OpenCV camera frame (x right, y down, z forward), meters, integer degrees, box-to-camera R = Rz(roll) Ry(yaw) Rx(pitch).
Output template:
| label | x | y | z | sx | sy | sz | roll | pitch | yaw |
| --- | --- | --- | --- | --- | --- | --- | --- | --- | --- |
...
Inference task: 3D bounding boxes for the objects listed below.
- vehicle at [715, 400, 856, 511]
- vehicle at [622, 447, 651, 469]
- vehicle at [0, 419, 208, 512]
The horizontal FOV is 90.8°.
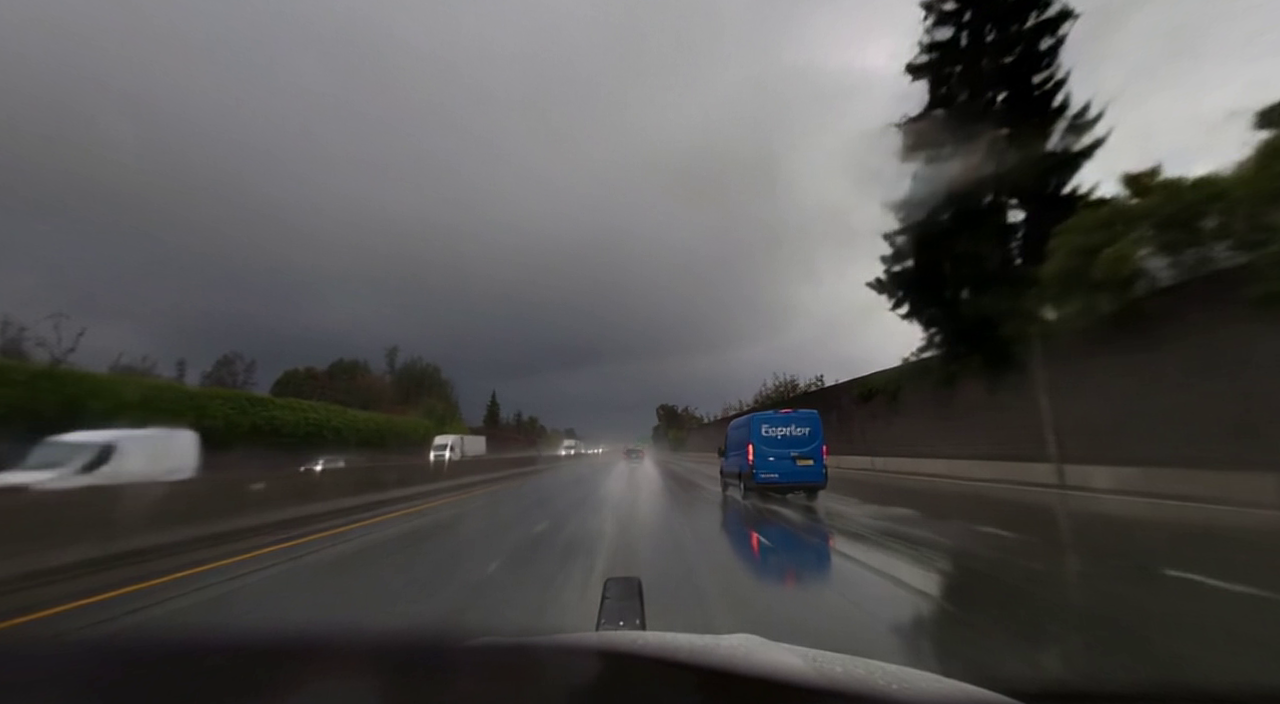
| label | x | y | z | sx | sy | sz | roll | pitch | yaw |
| --- | --- | --- | --- | --- | --- | --- | --- | --- | --- |
| vehicle | 3.731 | 2.863 | 17.686 | 2.373 | 2.561 | 5.922 | 0 | -9 | -1 |
| vehicle | -0.266 | 8.228 | 49.086 | 2.168 | 1.653 | 4.307 | 0 | -9 | 0 |
| vehicle | -15.550 | 3.173 | 18.054 | 2.275 | 2.221 | 5.772 | 0 | -9 | 0 |
